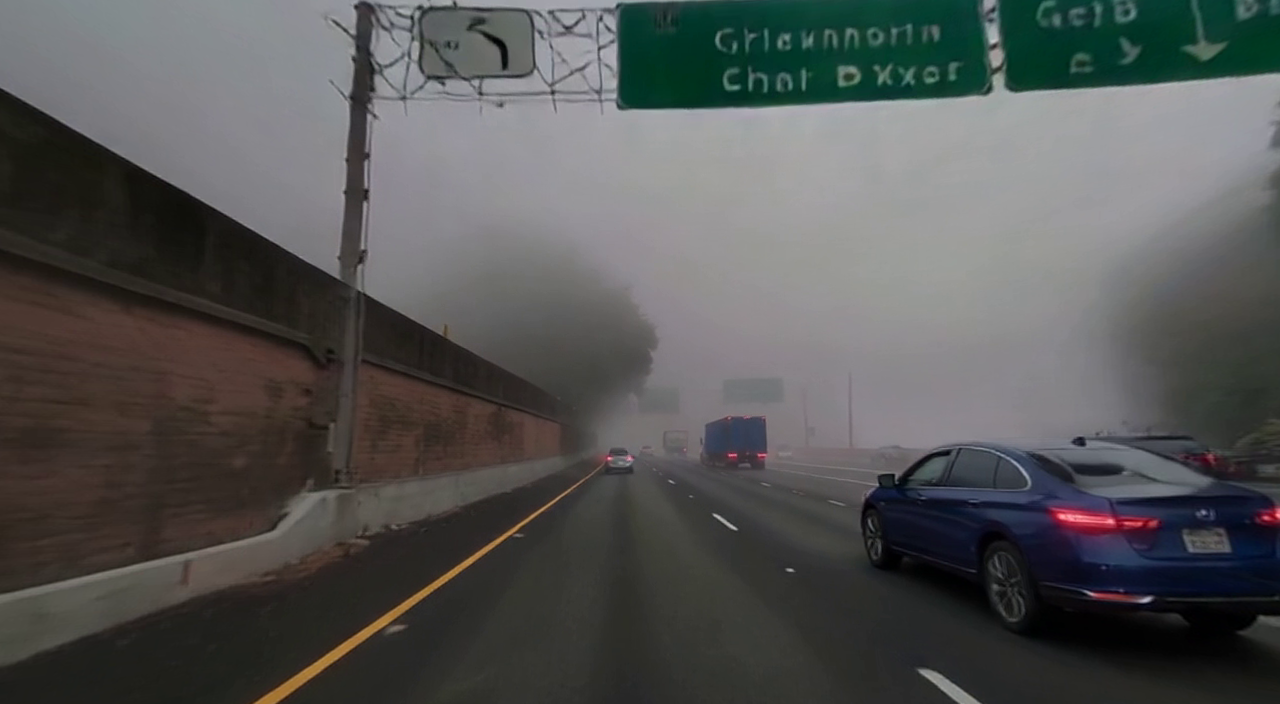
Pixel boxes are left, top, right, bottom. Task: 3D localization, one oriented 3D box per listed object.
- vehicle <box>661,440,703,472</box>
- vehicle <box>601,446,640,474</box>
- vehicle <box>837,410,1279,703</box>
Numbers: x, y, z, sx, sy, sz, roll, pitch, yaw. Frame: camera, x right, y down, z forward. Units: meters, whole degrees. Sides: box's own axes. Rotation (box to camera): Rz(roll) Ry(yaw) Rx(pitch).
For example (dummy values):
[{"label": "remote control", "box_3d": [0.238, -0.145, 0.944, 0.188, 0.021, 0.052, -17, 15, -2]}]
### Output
[{"label": "vehicle", "box_3d": [2.527, 6.411, 39.328, 2.114, 1.849, 4.692, 0, -9, -3]}, {"label": "vehicle", "box_3d": [-1.115, 6.028, 35.494, 2.083, 1.477, 3.965, 0, -9, -3]}, {"label": "vehicle", "box_3d": [3.128, 1.279, 4.576, 1.922, 1.465, 4.165, 0, -9, -2]}]
